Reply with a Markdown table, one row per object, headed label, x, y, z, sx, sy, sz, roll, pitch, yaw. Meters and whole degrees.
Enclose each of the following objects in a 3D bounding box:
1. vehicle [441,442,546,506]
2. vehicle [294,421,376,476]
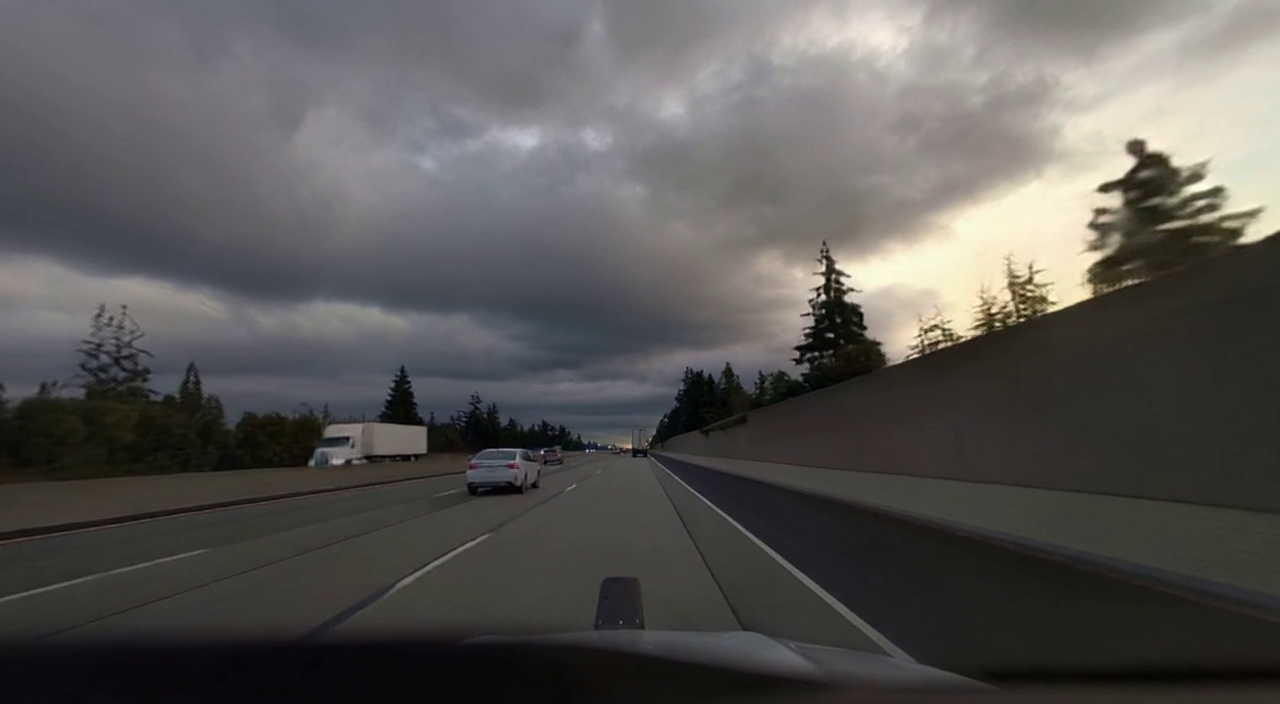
| label | x | y | z | sx | sy | sz | roll | pitch | yaw |
| --- | --- | --- | --- | --- | --- | --- | --- | --- | --- |
| vehicle | -3.816 | 3.228 | 17.085 | 1.893 | 1.521 | 3.742 | 0 | -9 | 1 |
| vehicle | -23.021 | 7.344 | 48.073 | 3.230 | 3.869 | 5.810 | 0 | -9 | 0 |
